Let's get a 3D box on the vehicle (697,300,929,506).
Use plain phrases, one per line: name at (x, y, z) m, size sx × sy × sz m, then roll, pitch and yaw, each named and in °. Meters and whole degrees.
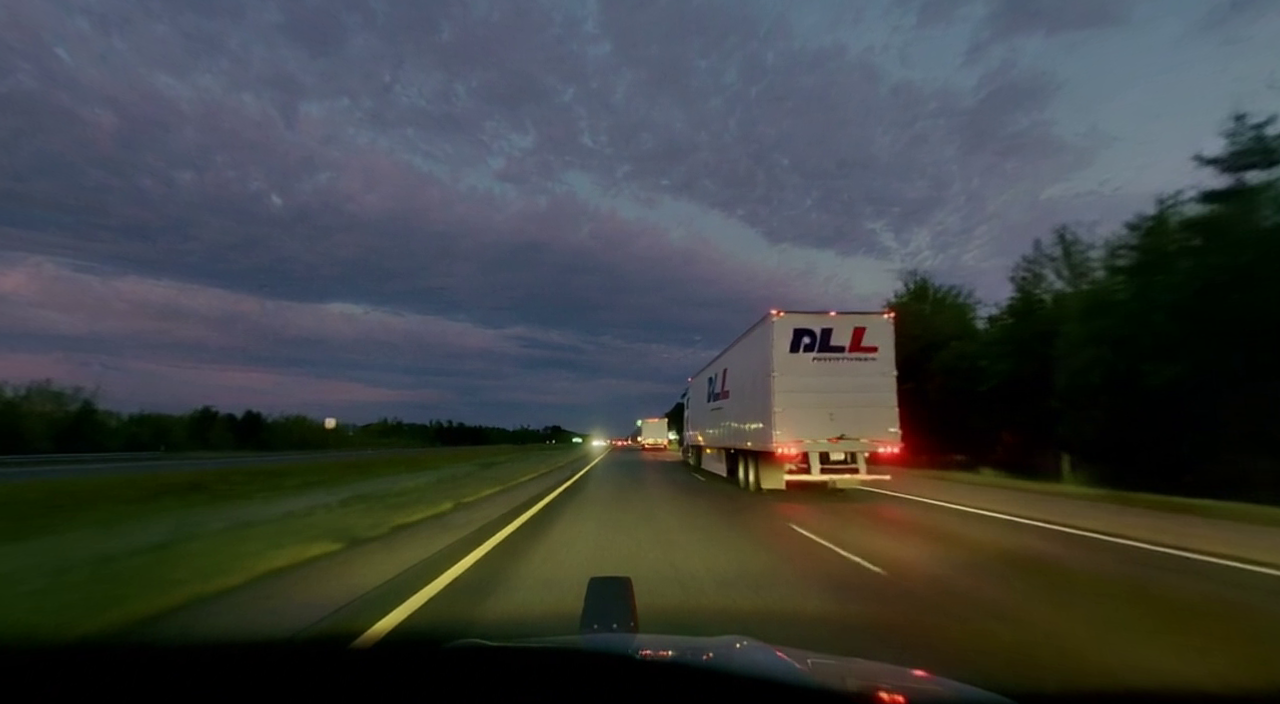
vehicle at (4.023, 1.948, 19.497) m, size 2.871 × 4.072 × 14.183 m, roll 0°, pitch -8°, yaw -1°
